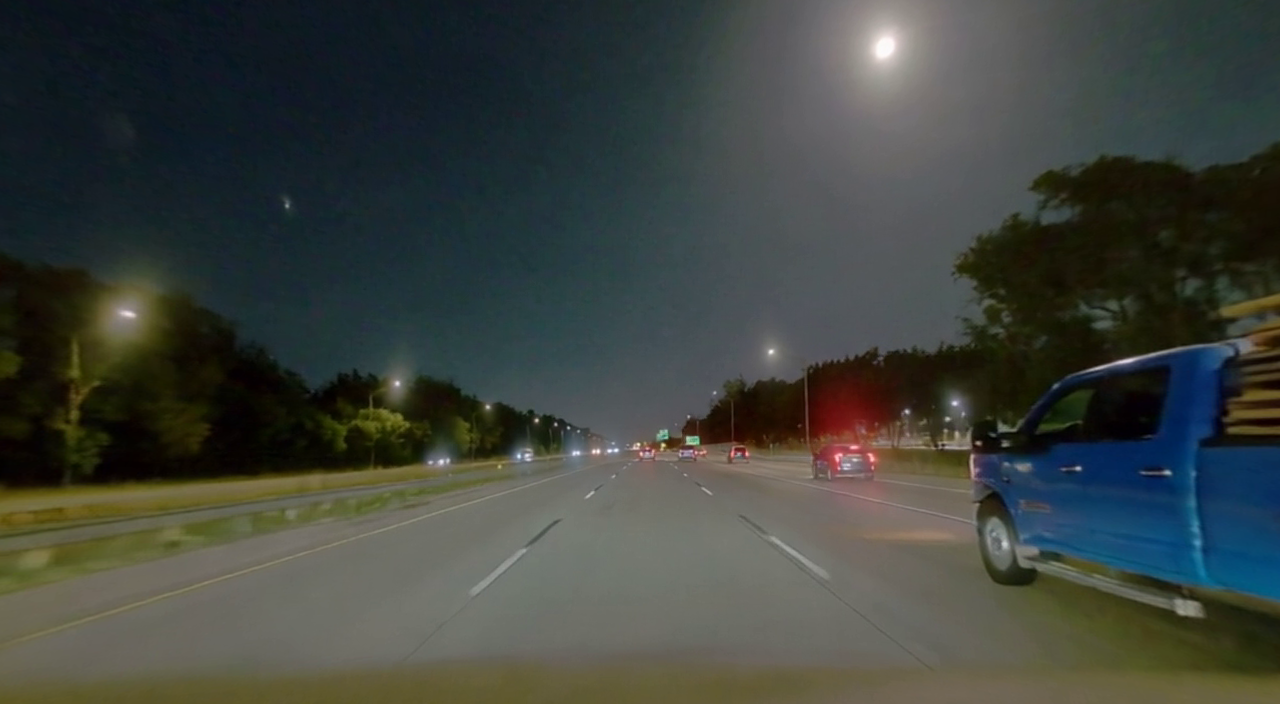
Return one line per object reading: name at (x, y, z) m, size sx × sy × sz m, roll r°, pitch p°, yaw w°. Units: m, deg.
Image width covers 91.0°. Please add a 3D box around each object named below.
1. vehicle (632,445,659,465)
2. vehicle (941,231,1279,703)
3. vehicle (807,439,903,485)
vehicle at (0.429, 8.061, 49.346) m, size 2.030 × 1.473 × 3.926 m, roll 0°, pitch -9°, yaw 0°
vehicle at (3.707, 0.556, 2.391) m, size 2.354 × 2.079 × 5.586 m, roll 0°, pitch -9°, yaw 0°
vehicle at (7.862, 4.059, 23.509) m, size 1.989 × 1.526 × 4.443 m, roll 0°, pitch -9°, yaw 0°
